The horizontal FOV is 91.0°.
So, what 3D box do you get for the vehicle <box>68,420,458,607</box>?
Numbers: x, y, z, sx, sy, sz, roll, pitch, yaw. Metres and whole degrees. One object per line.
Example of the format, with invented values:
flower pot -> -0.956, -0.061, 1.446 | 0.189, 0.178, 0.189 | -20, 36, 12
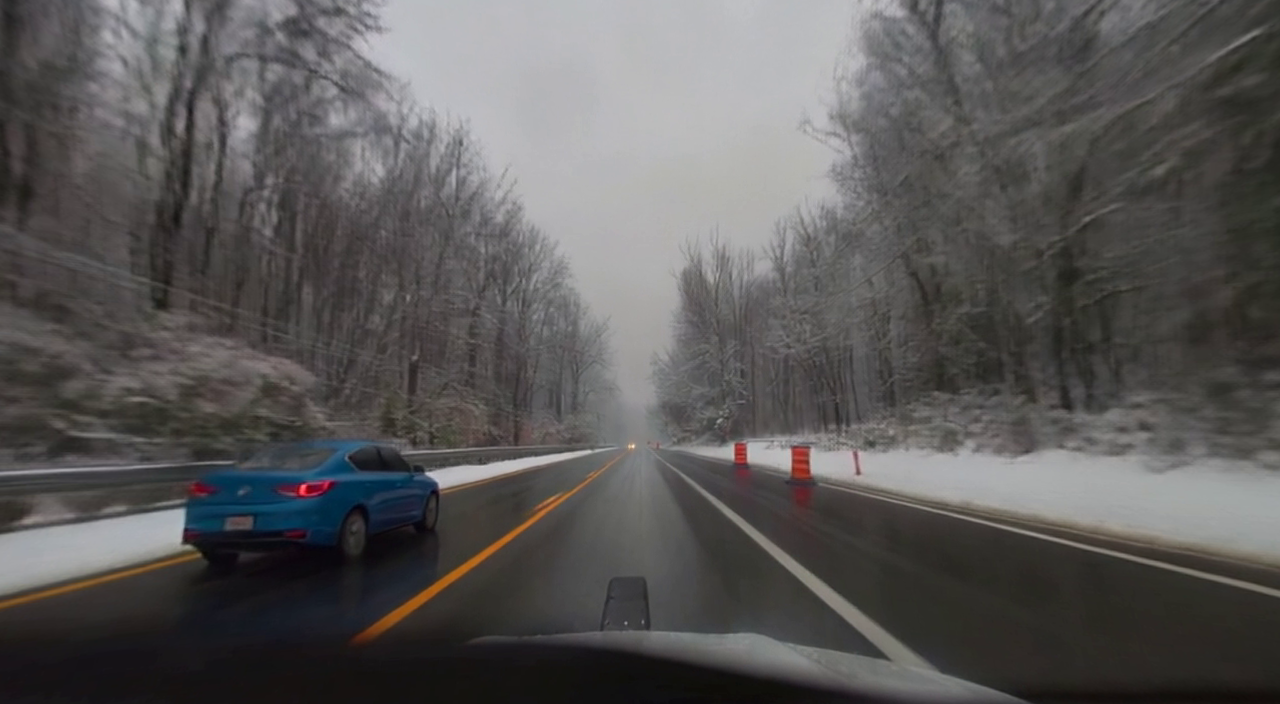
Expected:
vehicle -> -3.688, 1.620, 7.223 | 1.902, 1.505, 4.016 | 0, -8, 1
